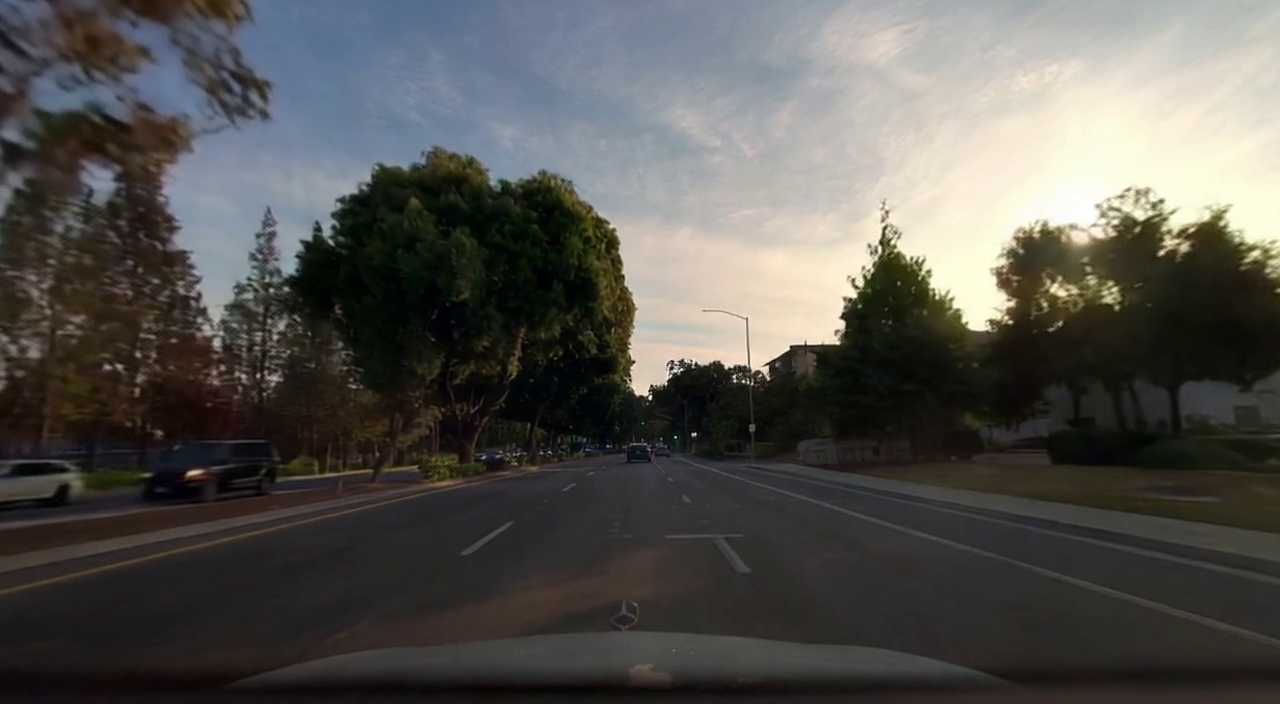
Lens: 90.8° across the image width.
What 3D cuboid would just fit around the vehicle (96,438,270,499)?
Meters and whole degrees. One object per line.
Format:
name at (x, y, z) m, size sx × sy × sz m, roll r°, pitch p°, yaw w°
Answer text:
vehicle at (-14.911, 3.806, 21.086) m, size 2.083 × 1.795 × 4.880 m, roll 0°, pitch -9°, yaw 0°
